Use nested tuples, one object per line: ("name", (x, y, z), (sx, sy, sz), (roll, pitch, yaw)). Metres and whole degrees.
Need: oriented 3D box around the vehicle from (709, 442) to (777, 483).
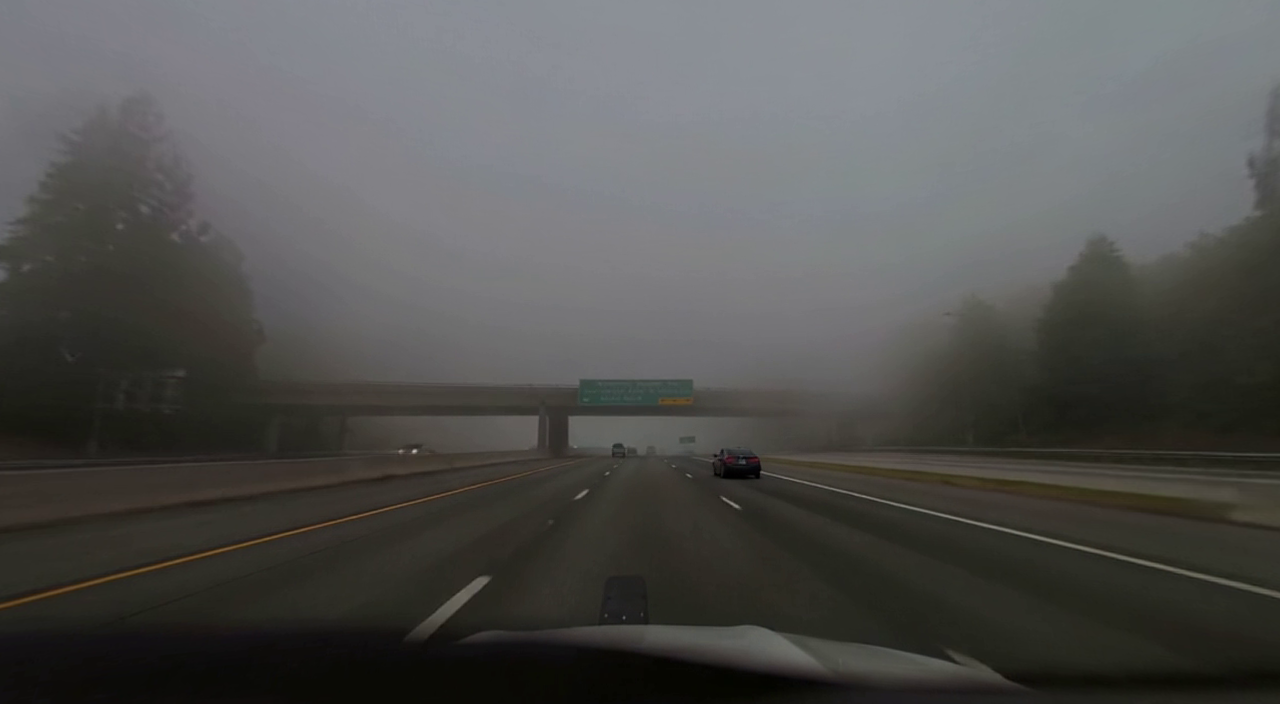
("vehicle", (4.042, 4.407, 25.493), (1.908, 1.483, 4.259), (0, -8, -1))
